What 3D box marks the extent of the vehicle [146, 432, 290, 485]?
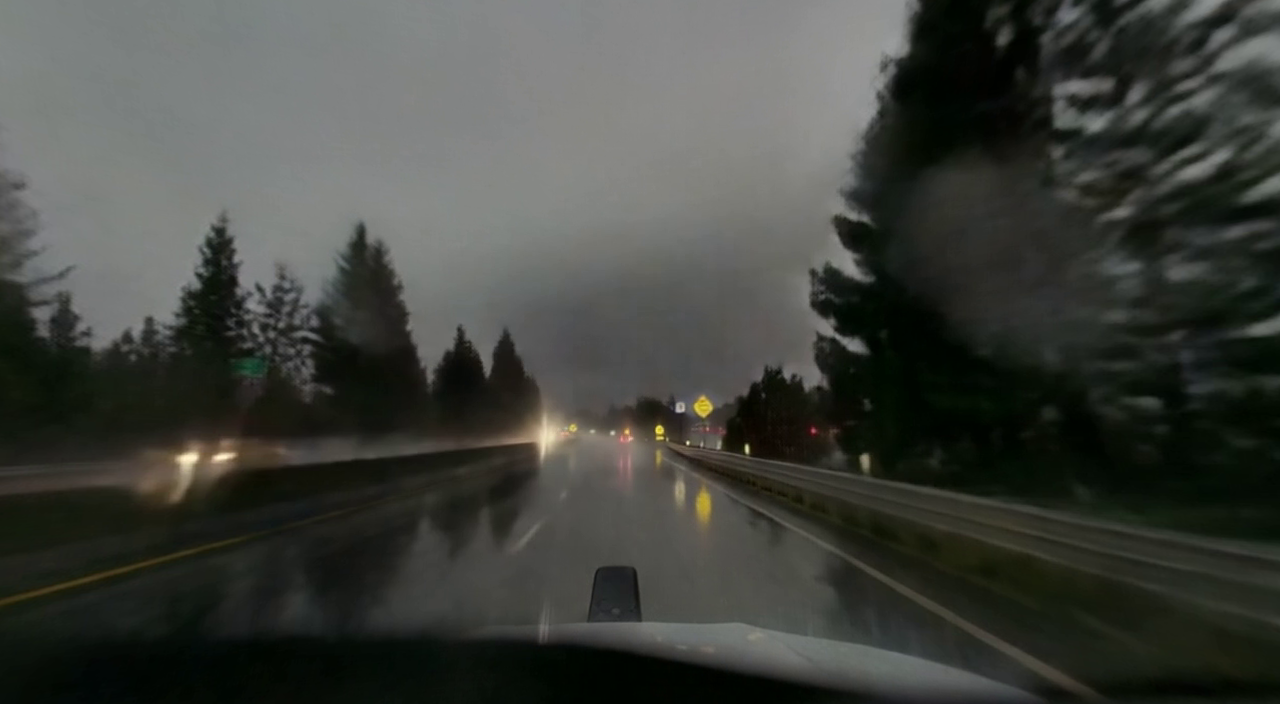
[{"bbox_3d":[-12.681,3.194,19.257,1.853,1.436,3.706,0,-8,-1],"label":"vehicle"}]
